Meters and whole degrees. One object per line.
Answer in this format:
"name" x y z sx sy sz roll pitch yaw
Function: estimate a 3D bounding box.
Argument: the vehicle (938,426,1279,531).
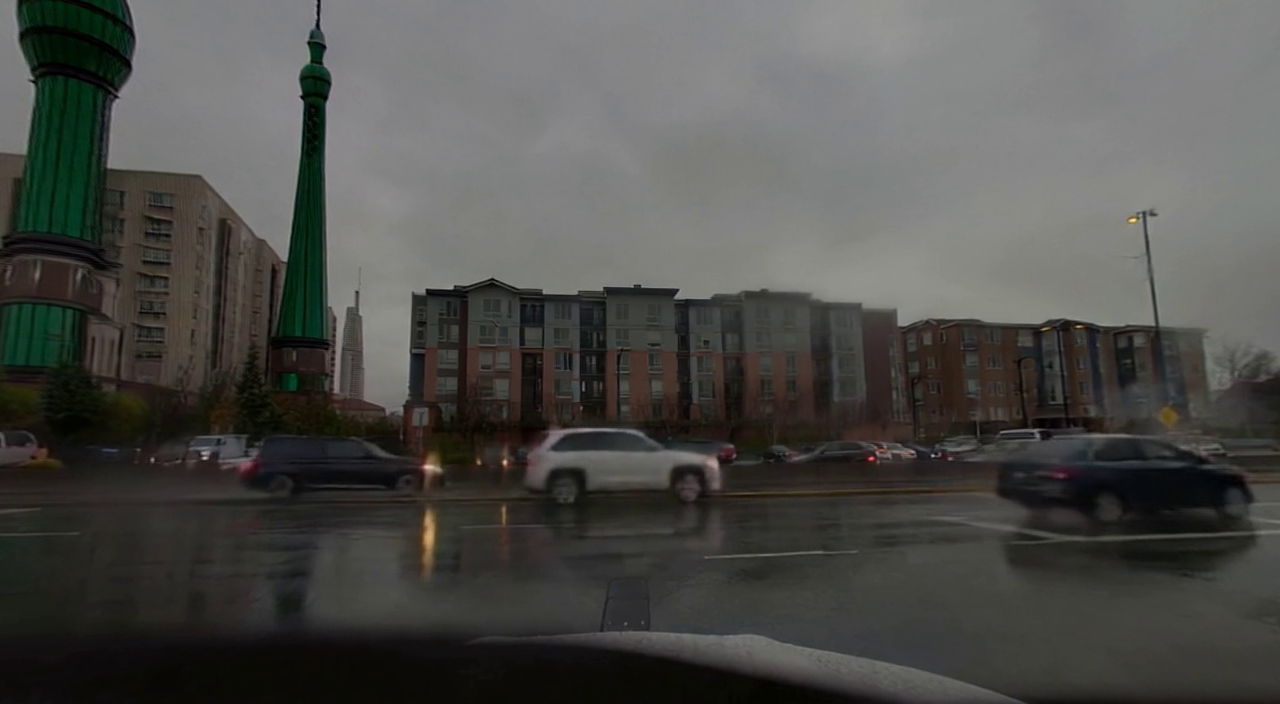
"vehicle" 7.896 2.067 10.739 4.685 1.528 2.014 1 -9 -9

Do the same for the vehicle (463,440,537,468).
"vehicle" -10.291 7.500 46.474 4.920 1.956 1.865 -2 -9 14

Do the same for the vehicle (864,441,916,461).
"vehicle" 19.644 7.796 49.697 2.133 1.494 4.108 1 -8 -5

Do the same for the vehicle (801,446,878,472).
"vehicle" 12.606 6.769 39.971 4.215 1.575 1.884 2 -9 -12

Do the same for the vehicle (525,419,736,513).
"vehicle" -0.279 2.269 12.837 4.011 1.697 1.857 1 -9 -10

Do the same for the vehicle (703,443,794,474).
"vehicle" 6.612 6.519 38.708 5.127 1.803 2.011 1 -9 -9

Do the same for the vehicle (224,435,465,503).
"vehicle" -6.800 2.747 15.066 4.795 1.465 1.882 1 -9 -8
